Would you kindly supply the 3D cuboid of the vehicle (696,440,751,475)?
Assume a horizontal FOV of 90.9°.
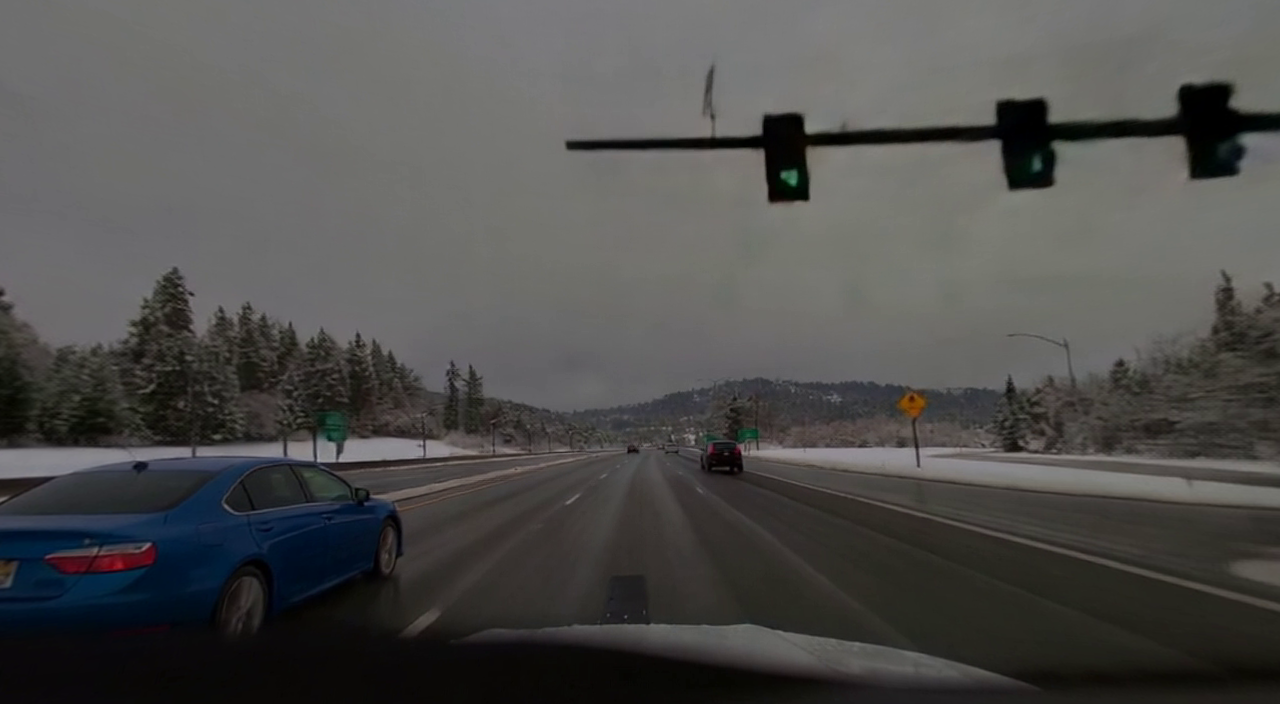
[{"bbox_3d":[3.783,4.860,29.269,1.916,1.469,4.481,-1,-9,0],"label":"vehicle"}]
